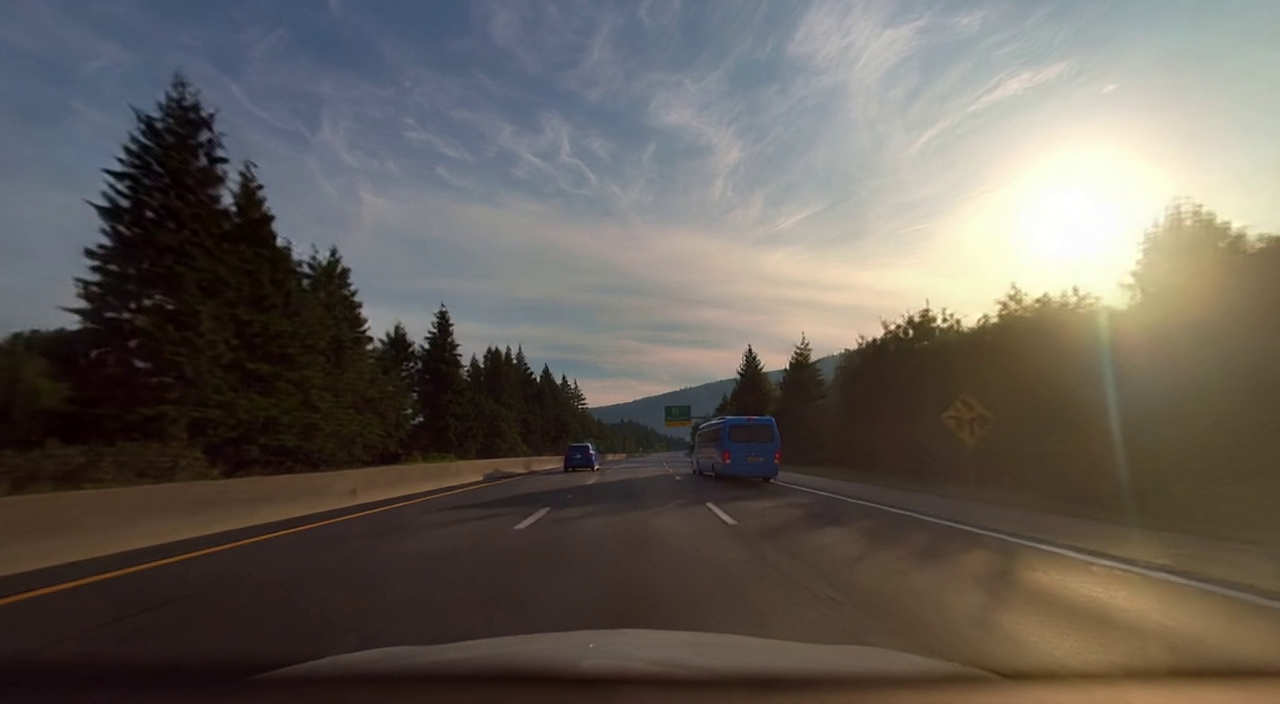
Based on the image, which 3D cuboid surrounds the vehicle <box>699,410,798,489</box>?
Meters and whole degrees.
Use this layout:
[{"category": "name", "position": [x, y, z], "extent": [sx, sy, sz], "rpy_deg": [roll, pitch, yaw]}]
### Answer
[{"category": "vehicle", "position": [3.974, 3.808, 24.589], "extent": [2.614, 2.655, 6.429], "rpy_deg": [0, -9, -1]}]

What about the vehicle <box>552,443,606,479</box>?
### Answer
[{"category": "vehicle", "position": [-2.852, 5.246, 30.584], "extent": [2.020, 1.619, 4.690], "rpy_deg": [0, -9, 1]}]
